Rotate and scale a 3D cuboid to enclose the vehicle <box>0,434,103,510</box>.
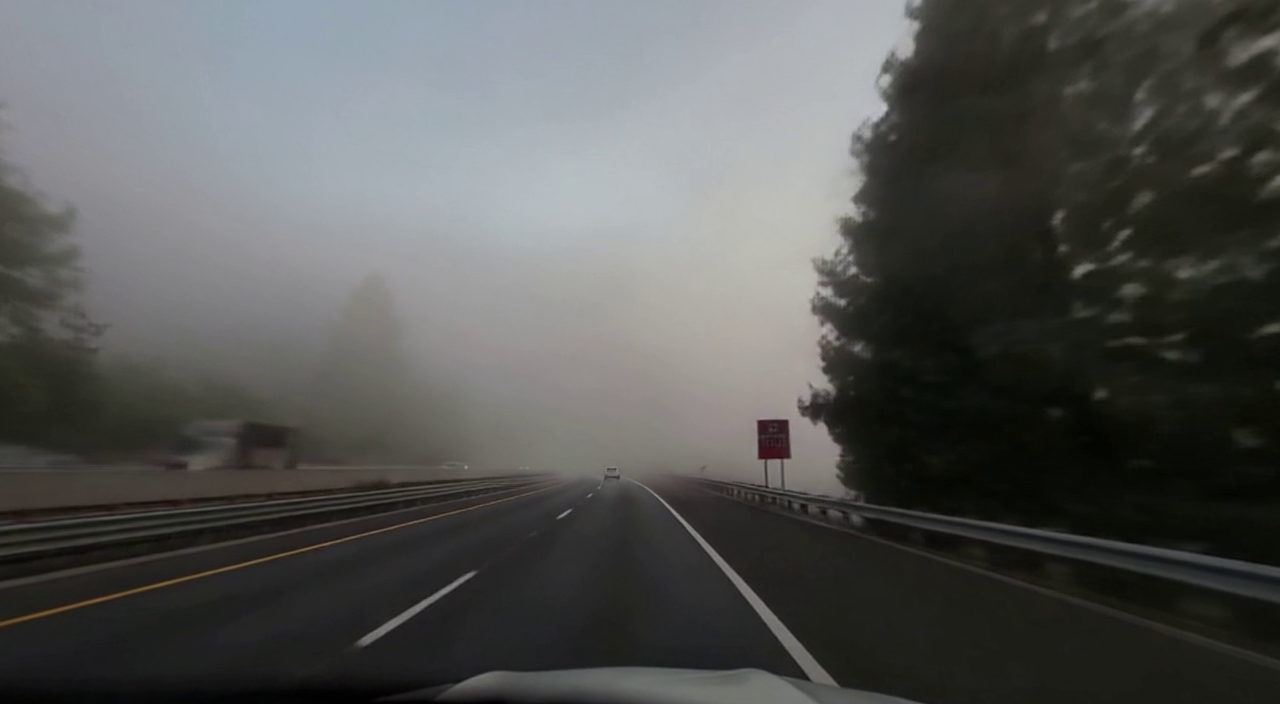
[{"bbox_3d":[-13.932,2.495,13.177,1.805,1.522,3.979,1,-11,0],"label":"vehicle"}]

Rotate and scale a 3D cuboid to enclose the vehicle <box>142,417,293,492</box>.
[{"bbox_3d":[-17.859,4.490,27.194,2.289,2.818,5.939,1,-11,0],"label":"vehicle"}]
